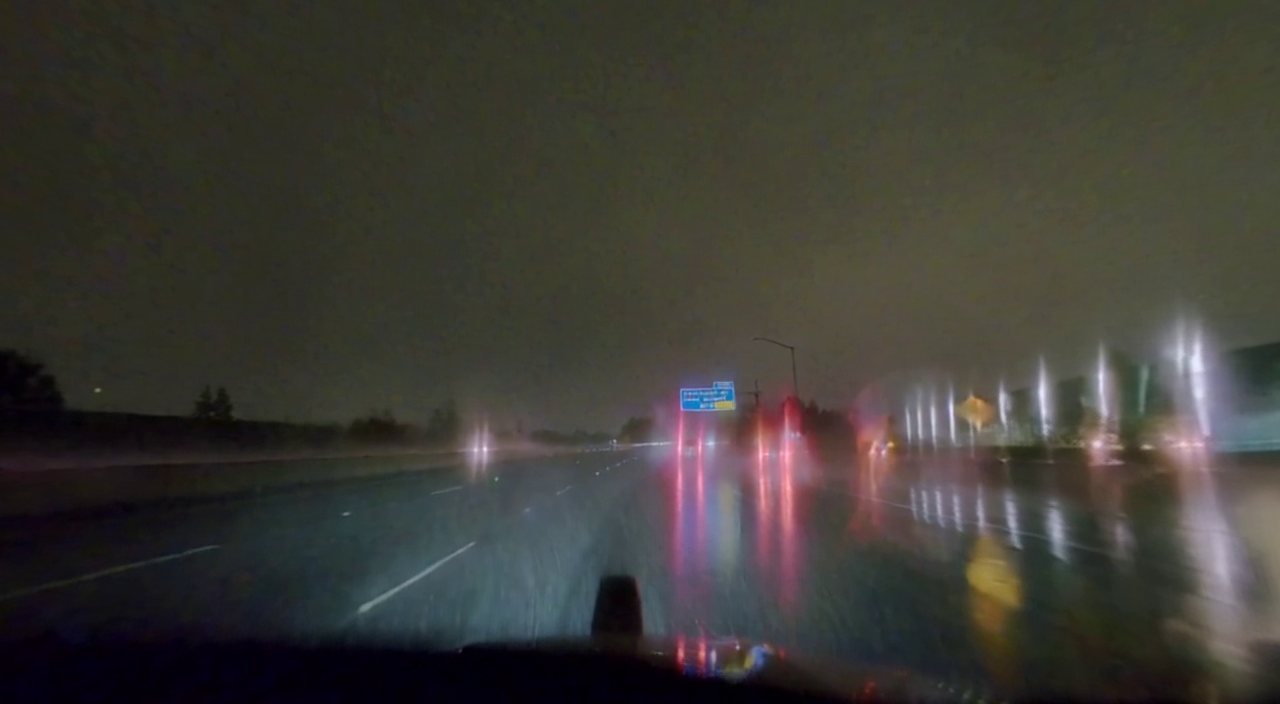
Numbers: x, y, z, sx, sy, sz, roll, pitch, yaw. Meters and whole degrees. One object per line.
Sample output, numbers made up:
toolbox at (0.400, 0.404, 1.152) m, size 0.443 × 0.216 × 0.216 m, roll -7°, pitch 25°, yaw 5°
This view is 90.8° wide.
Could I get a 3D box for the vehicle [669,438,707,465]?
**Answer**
vehicle at (3.231, 6.828, 43.447) m, size 2.224 × 1.738 × 4.376 m, roll 0°, pitch -8°, yaw 0°
